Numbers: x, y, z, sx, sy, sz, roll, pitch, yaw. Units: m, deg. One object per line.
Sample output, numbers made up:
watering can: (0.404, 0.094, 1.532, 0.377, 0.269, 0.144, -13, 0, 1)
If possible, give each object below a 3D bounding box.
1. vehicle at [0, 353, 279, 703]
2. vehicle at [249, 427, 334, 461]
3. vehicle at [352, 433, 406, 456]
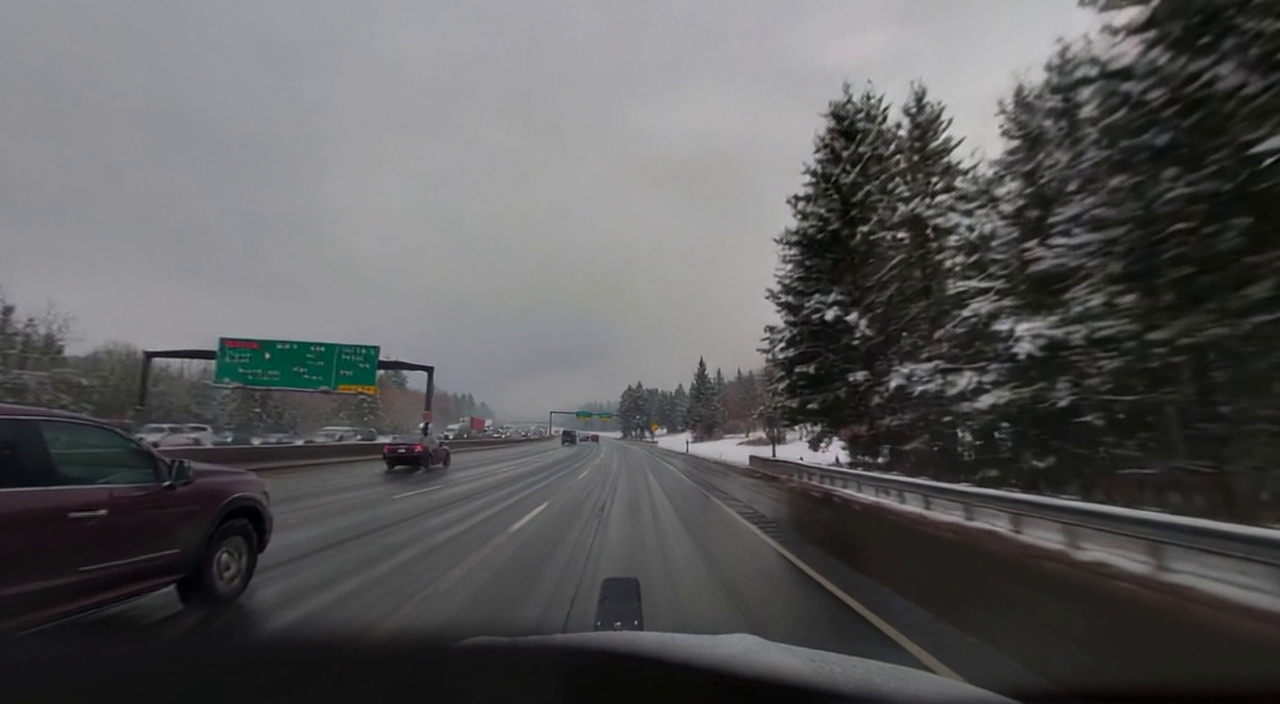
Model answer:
vehicle: (-3.954, 0.827, 2.778, 2.187, 1.639, 4.318, 0, -8, -1)
vehicle: (-18.054, 4.805, 32.941, 2.027, 1.647, 4.378, 0, -8, -1)
vehicle: (-18.444, 6.552, 44.791, 1.960, 1.504, 4.473, 0, -8, -1)
